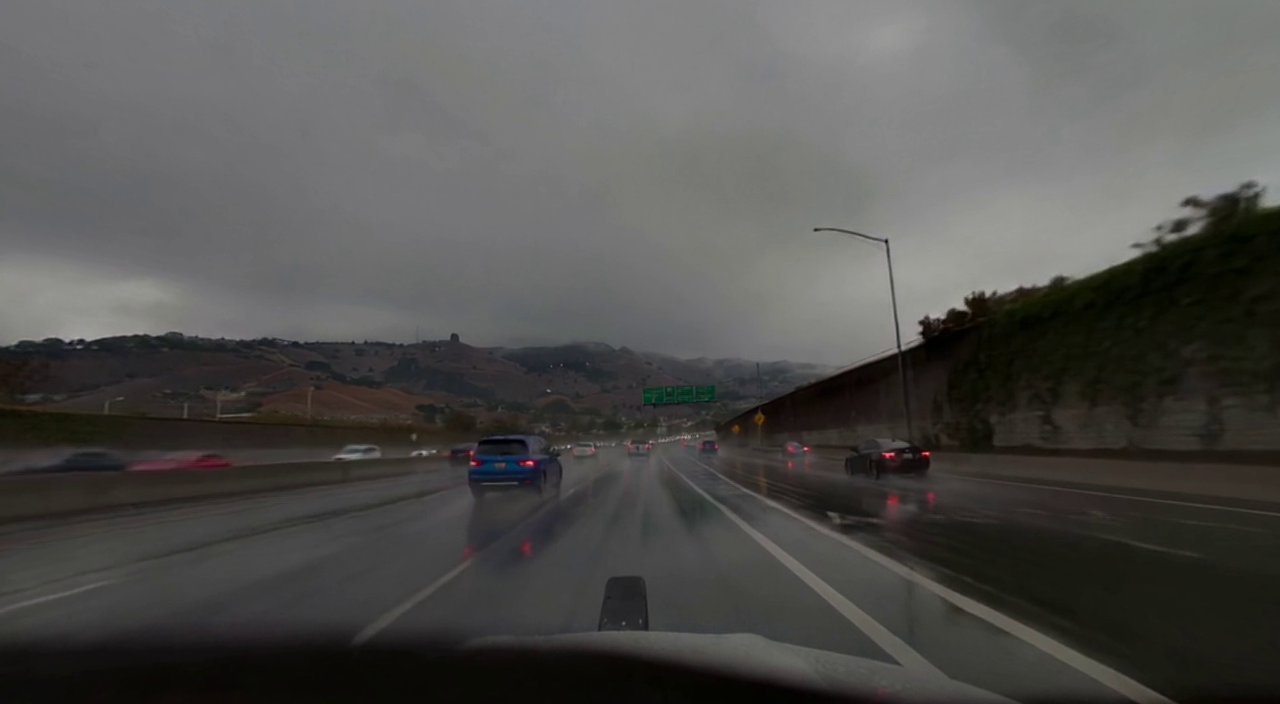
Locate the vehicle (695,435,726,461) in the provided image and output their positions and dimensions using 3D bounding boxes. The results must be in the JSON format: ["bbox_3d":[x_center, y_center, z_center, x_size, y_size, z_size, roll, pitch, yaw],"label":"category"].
[{"bbox_3d":[5.411,7.419,48.859,2.172,1.824,5.031,-1,-8,4],"label":"vehicle"}]

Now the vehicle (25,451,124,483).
[{"bbox_3d":[-31.953,6.458,35.789,1.697,1.643,4.128,-1,-8,1],"label":"vehicle"}]

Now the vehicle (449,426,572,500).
[{"bbox_3d":[-3.348,3.014,17.591,2.210,1.730,5.133,-1,-8,2],"label":"vehicle"}]

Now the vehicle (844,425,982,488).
[{"bbox_3d":[8.017,3.112,19.083,2.122,1.646,4.491,-1,-8,0],"label":"vehicle"}]
